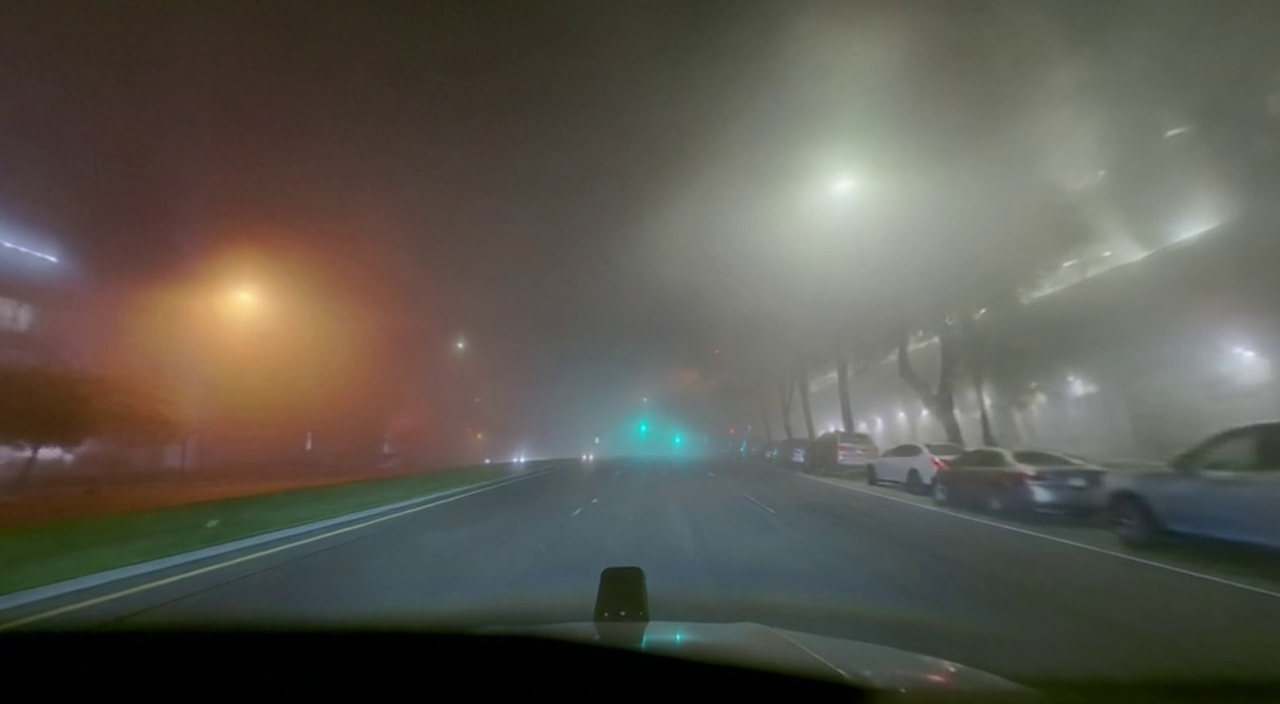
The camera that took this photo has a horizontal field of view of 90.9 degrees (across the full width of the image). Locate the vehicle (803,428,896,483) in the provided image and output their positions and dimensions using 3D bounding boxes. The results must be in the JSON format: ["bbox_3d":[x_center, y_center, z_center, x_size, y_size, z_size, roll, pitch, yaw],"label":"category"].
[{"bbox_3d":[7.664,3.839,23.636,1.908,1.833,4.711,0,-8,1],"label":"vehicle"}]

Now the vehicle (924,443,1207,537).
[{"bbox_3d":[7.319,2.387,11.641,2.093,1.365,4.566,0,-8,1],"label":"vehicle"}]

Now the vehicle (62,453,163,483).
[{"bbox_3d":[-29.079,6.370,34.957,1.879,1.518,4.165,-1,-8,1],"label":"vehicle"}]

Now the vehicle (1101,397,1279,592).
[{"bbox_3d":[7.207,1.371,6.051,1.974,1.876,4.842,-1,-8,2],"label":"vehicle"}]

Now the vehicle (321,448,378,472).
[{"bbox_3d":[-21.501,7.962,46.837,1.968,1.615,4.591,-1,-8,1],"label":"vehicle"}]
